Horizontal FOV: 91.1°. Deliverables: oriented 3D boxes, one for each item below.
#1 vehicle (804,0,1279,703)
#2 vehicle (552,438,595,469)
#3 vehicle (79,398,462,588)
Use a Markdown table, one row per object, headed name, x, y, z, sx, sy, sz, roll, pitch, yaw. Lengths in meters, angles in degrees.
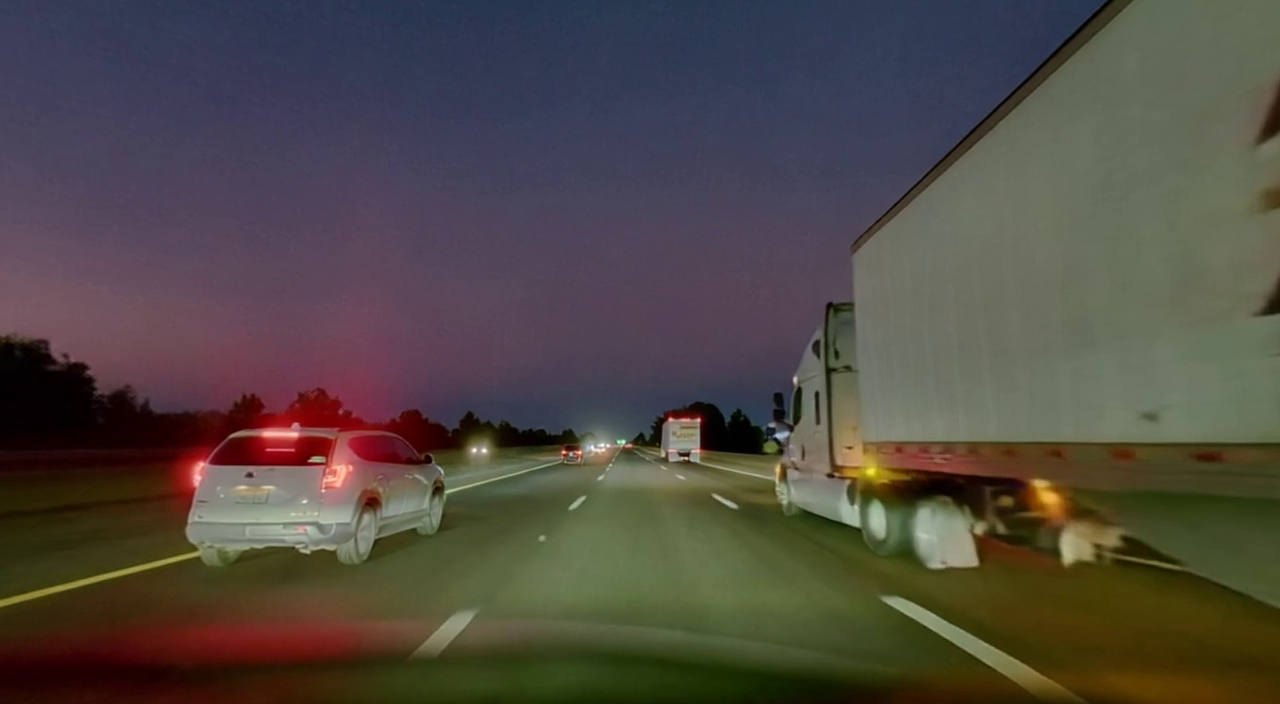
| name | x | y | z | sx | sy | sz | roll | pitch | yaw |
| --- | --- | --- | --- | --- | --- | --- | --- | --- | --- |
| vehicle | 4.286 | -0.284 | 3.114 | 2.933 | 4.016 | 13.949 | 0 | -9 | -1 |
| vehicle | -3.961 | 6.144 | 38.201 | 2.139 | 1.716 | 4.530 | 0 | -9 | -1 |
| vehicle | -4.124 | 1.668 | 8.256 | 2.202 | 1.760 | 4.617 | 0 | -9 | 0 |
